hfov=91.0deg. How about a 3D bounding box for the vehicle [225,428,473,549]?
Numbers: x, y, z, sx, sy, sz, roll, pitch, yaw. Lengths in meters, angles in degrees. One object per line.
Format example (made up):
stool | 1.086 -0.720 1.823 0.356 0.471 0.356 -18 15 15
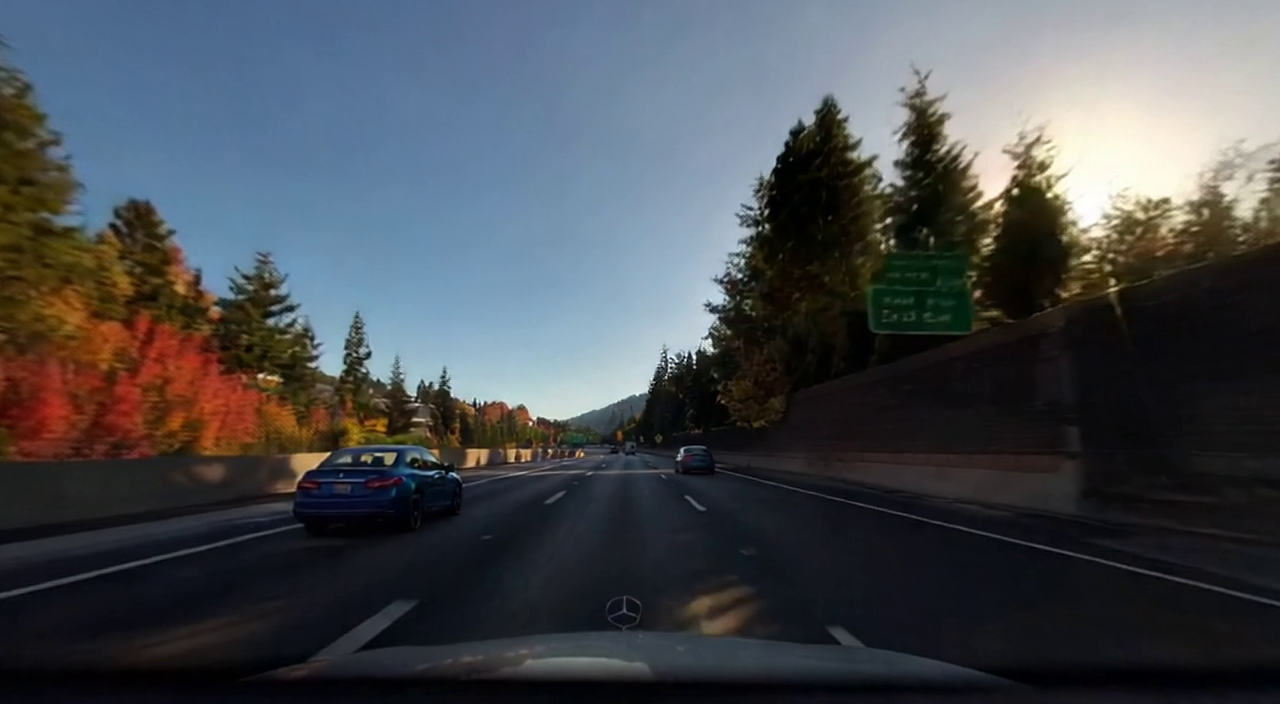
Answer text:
vehicle | -4.366 2.108 10.420 2.010 1.550 4.376 0 -9 0

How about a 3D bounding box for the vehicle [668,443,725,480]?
vehicle | 2.614 5.201 30.238 2.146 1.573 4.661 0 -9 -2
